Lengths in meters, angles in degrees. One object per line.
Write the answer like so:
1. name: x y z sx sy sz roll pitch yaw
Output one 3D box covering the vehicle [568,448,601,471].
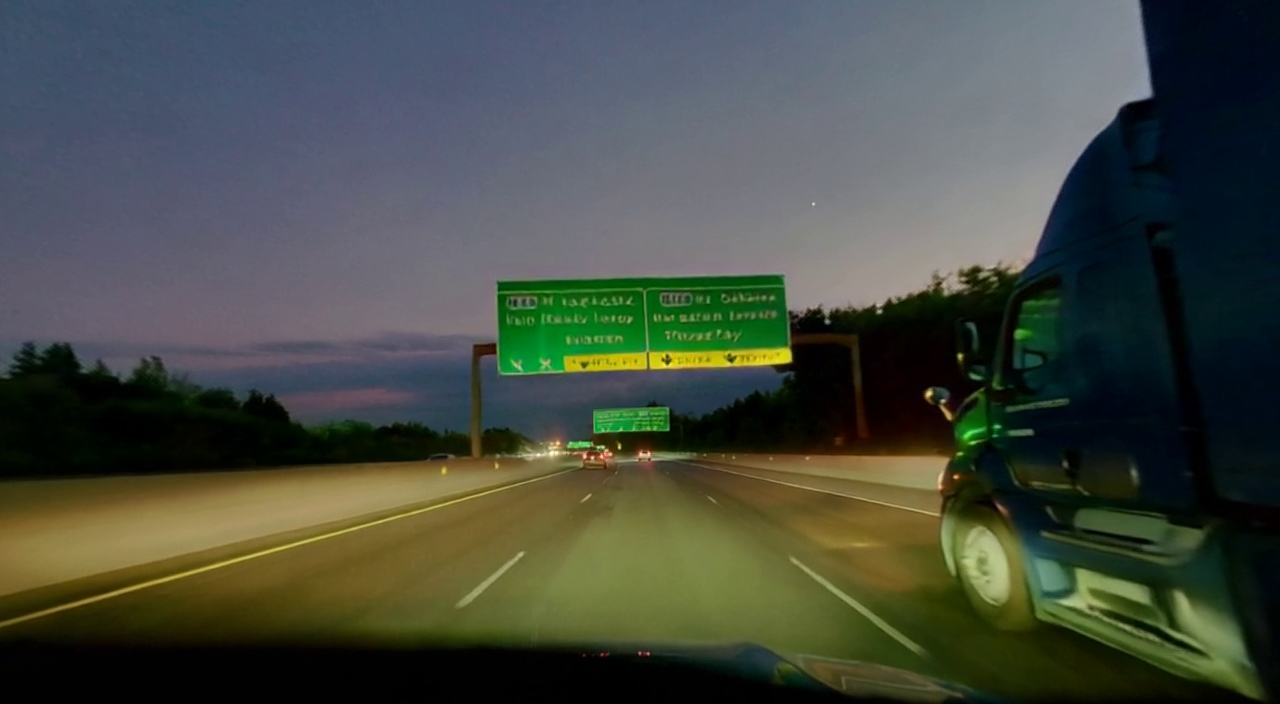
1. vehicle: -3.717 7.302 42.898 1.918 1.510 4.006 0 -9 0
